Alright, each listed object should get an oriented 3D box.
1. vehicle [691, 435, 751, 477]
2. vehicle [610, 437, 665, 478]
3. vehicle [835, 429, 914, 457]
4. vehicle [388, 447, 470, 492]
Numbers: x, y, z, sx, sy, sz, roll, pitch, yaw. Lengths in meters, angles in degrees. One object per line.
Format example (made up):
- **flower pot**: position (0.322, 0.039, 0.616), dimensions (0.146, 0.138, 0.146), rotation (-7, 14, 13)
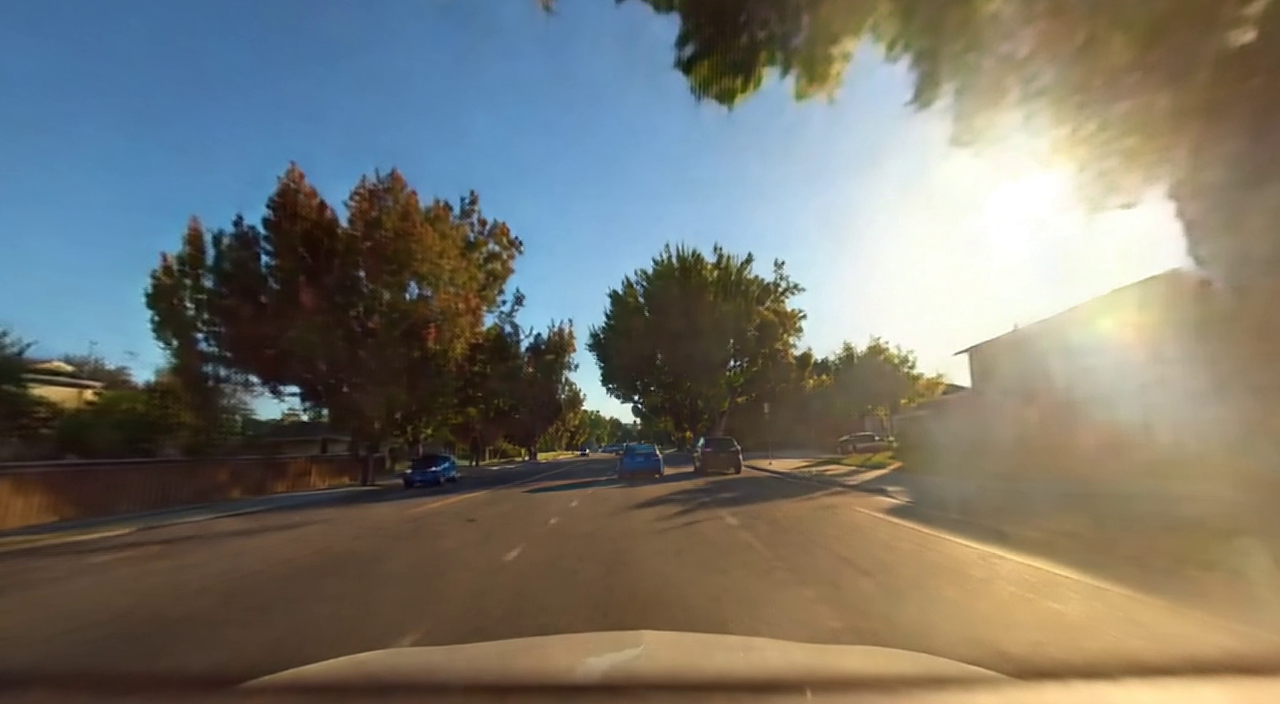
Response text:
- **vehicle**: position (3.478, 4.578, 28.007), dimensions (2.024, 1.711, 4.512), rotation (0, -8, -1)
- **vehicle**: position (-0.124, 4.585, 27.601), dimensions (2.200, 1.653, 4.127), rotation (0, -8, 0)
- **vehicle**: position (15.337, 5.997, 41.376), dimensions (4.378, 1.754, 2.007), rotation (1, -9, 1)
- **vehicle**: position (-9.526, 5.287, 28.887), dimensions (2.101, 1.703, 4.481), rotation (-5, -9, 1)
